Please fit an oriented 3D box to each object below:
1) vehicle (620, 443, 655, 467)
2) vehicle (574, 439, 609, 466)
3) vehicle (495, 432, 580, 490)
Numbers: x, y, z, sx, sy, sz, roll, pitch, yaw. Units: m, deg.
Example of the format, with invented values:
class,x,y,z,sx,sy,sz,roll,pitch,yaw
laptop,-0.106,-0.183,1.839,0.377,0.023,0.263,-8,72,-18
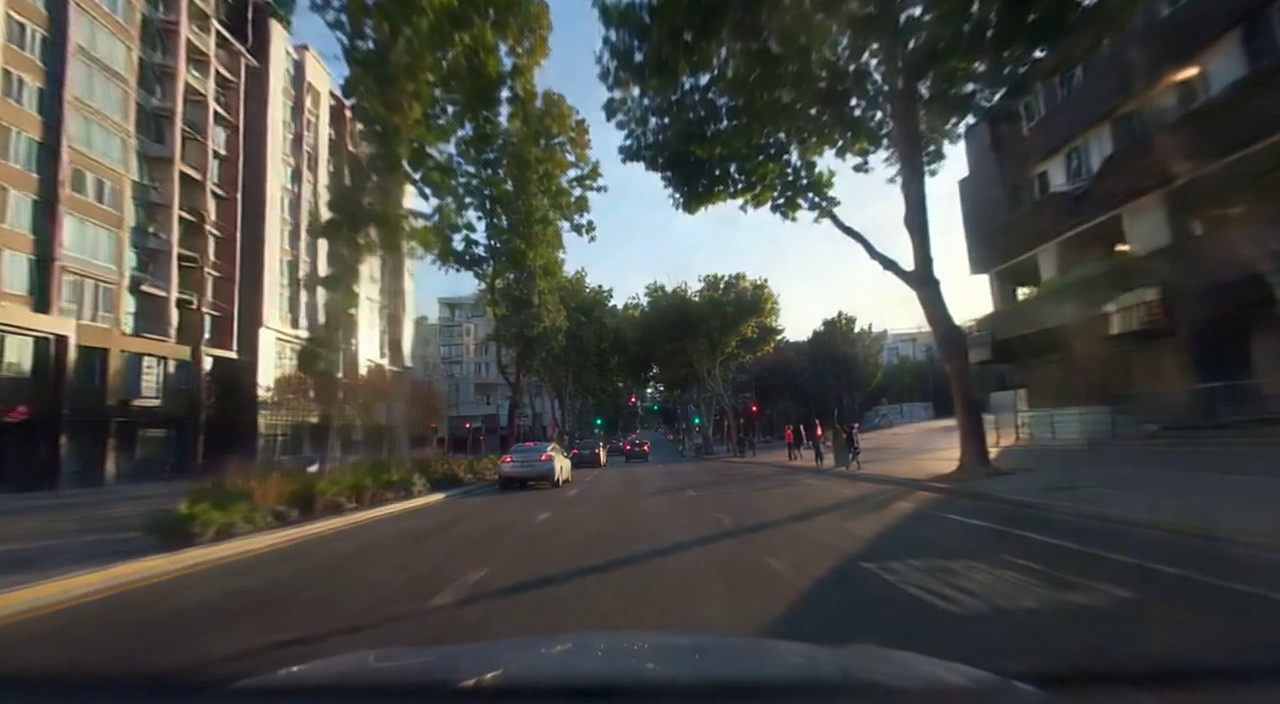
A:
class,x,y,z,sx,sy,sz,roll,pitch,yaw
vehicle,-0.148,6.515,40.012,2.095,1.438,3.843,0,-9,0
vehicle,-3.436,7.189,45.451,2.152,1.802,4.628,0,-9,0
vehicle,-3.318,3.652,21.437,2.116,1.725,4.315,0,-9,1
